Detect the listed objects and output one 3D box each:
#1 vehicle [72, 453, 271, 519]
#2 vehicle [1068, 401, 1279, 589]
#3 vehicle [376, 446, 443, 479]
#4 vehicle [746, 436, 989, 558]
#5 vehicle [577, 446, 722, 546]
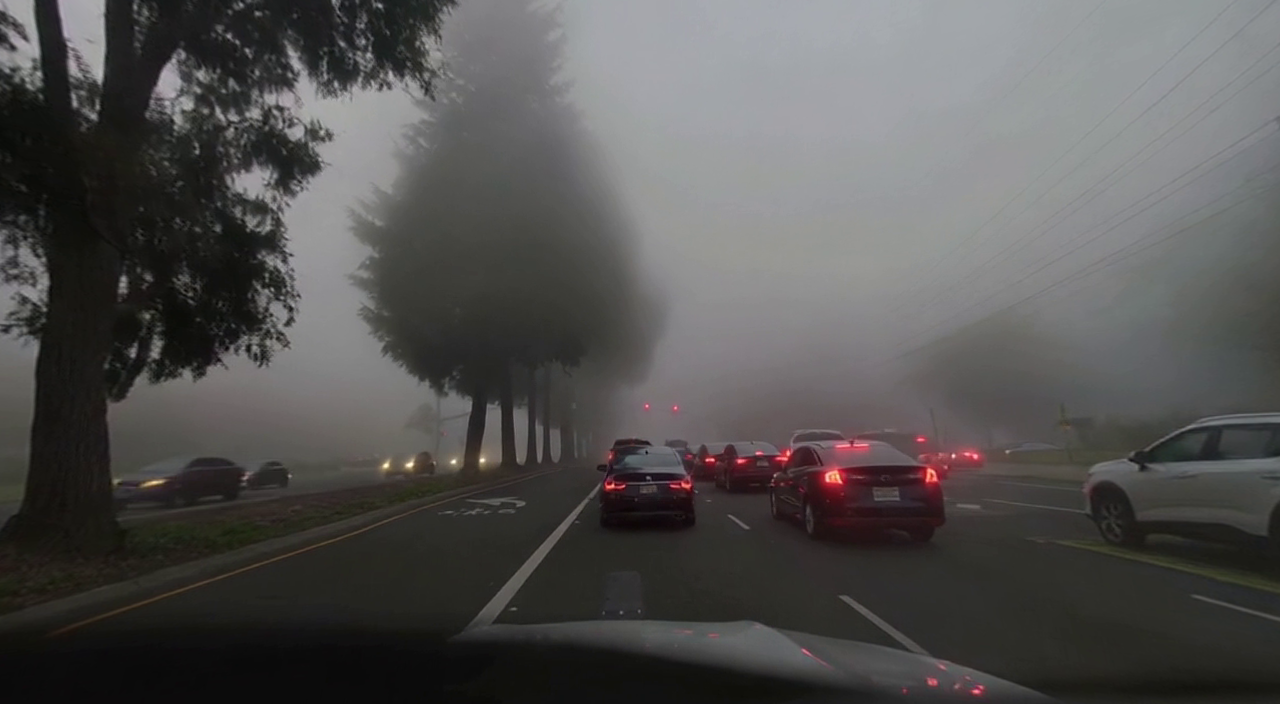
[{"bbox_3d":[-12.255,3.490,17.019,1.943,1.467,4.442,0,-9,0],"label":"vehicle"},{"bbox_3d":[6.932,1.413,6.437,1.987,1.730,4.373,0,-9,-1],"label":"vehicle"},{"bbox_3d":[-12.421,5.937,34.348,1.963,1.649,4.290,0,-8,0],"label":"vehicle"},{"bbox_3d":[3.165,2.120,10.147,1.970,1.445,4.974,0,-9,-1],"label":"vehicle"},{"bbox_3d":[0.092,2.274,10.713,1.990,1.347,4.067,0,-9,-1],"label":"vehicle"}]
